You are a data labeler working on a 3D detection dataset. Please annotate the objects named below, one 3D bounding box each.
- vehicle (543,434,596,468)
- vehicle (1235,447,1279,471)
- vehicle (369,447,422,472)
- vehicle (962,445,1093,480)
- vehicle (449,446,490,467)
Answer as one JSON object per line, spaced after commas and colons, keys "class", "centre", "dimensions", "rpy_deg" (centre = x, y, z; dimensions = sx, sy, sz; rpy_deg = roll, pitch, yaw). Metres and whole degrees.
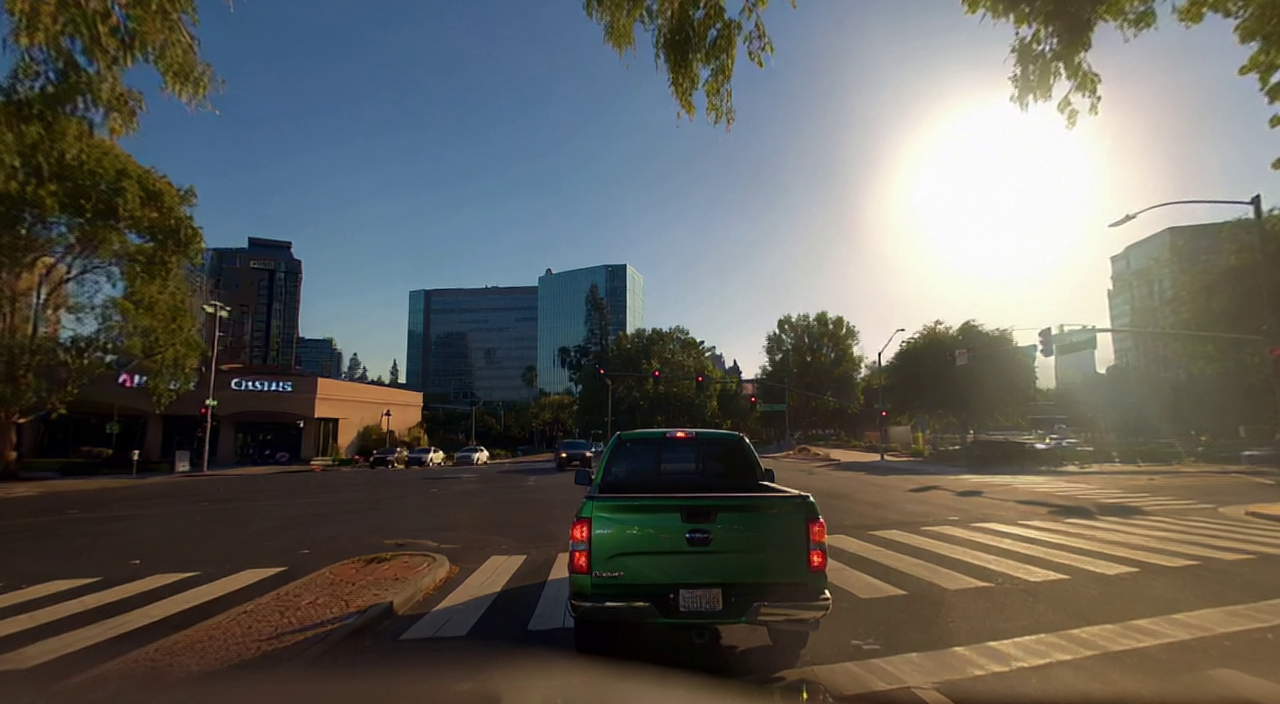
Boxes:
{"class": "vehicle", "centre": [-4.395, 6.060, 38.778], "dimensions": [2.289, 1.927, 5.667], "rpy_deg": [2, -9, -16]}
{"class": "vehicle", "centre": [40.668, 6.812, 40.467], "dimensions": [4.522, 1.460, 2.097], "rpy_deg": [4, -9, -26]}
{"class": "vehicle", "centre": [-16.250, 7.134, 42.239], "dimensions": [1.883, 1.586, 4.297], "rpy_deg": [0, -9, -1]}
{"class": "vehicle", "centre": [17.352, 4.955, 28.416], "dimensions": [4.658, 1.478, 1.946], "rpy_deg": [1, -9, -6]}
{"class": "vehicle", "centre": [-12.627, 7.766, 47.096], "dimensions": [1.946, 1.474, 4.008], "rpy_deg": [0, -9, 0]}
